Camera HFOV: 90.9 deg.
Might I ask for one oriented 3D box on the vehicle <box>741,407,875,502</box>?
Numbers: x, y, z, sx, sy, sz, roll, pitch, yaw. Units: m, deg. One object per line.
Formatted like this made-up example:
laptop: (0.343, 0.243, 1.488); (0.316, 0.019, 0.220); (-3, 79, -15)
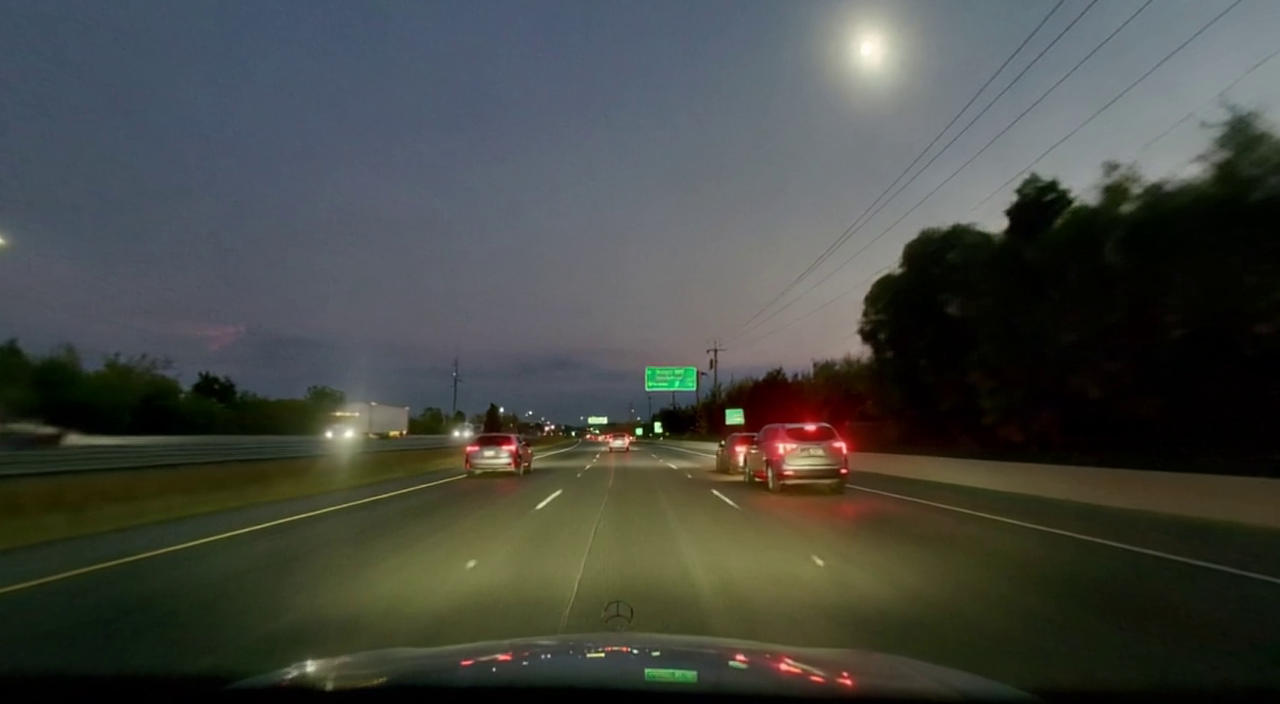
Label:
vehicle: (3.658, 2.275, 14.380); (1.976, 1.905, 3.263); (0, -7, -3)

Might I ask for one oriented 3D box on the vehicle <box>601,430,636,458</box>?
vehicle: (-1.396, 5.846, 40.271); (2.159, 1.690, 3.720); (0, -7, -2)

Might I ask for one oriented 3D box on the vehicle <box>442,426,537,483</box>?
vehicle: (-4.605, 3.189, 19.964); (2.100, 1.590, 4.077); (0, -7, -1)
